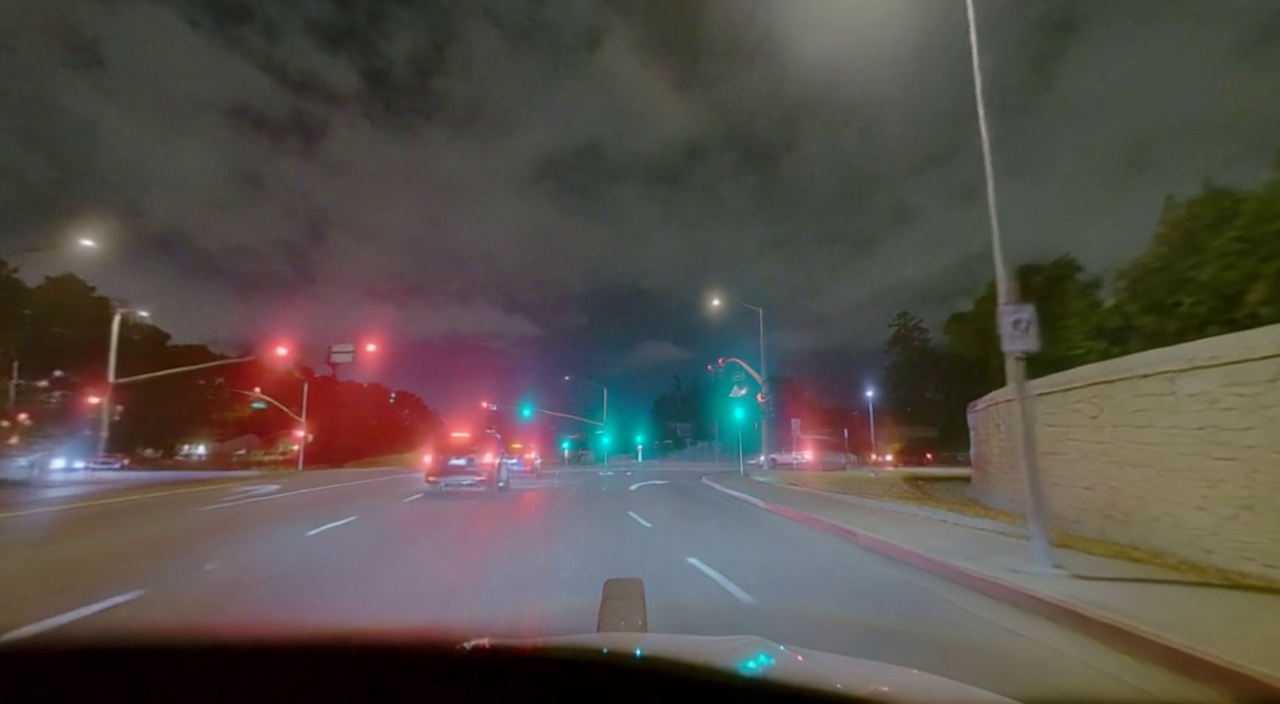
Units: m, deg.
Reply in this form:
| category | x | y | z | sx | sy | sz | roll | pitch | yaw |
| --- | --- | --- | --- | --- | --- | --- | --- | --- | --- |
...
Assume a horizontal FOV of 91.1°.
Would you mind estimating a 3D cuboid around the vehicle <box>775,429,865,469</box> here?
| category | x | y | z | sx | sy | sz | roll | pitch | yaw |
| --- | --- | --- | --- | --- | --- | --- | --- | --- | --- |
| vehicle | 13.292 | 7.174 | 46.341 | 6.269 | 2.785 | 2.334 | 4 | -9 | -25 |

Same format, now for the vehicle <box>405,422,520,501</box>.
| category | x | y | z | sx | sy | sz | roll | pitch | yaw |
| --- | --- | --- | --- | --- | --- | --- | --- | --- | --- |
| vehicle | -4.603 | 2.908 | 17.042 | 2.152 | 1.822 | 4.391 | 1 | -8 | -5 |
